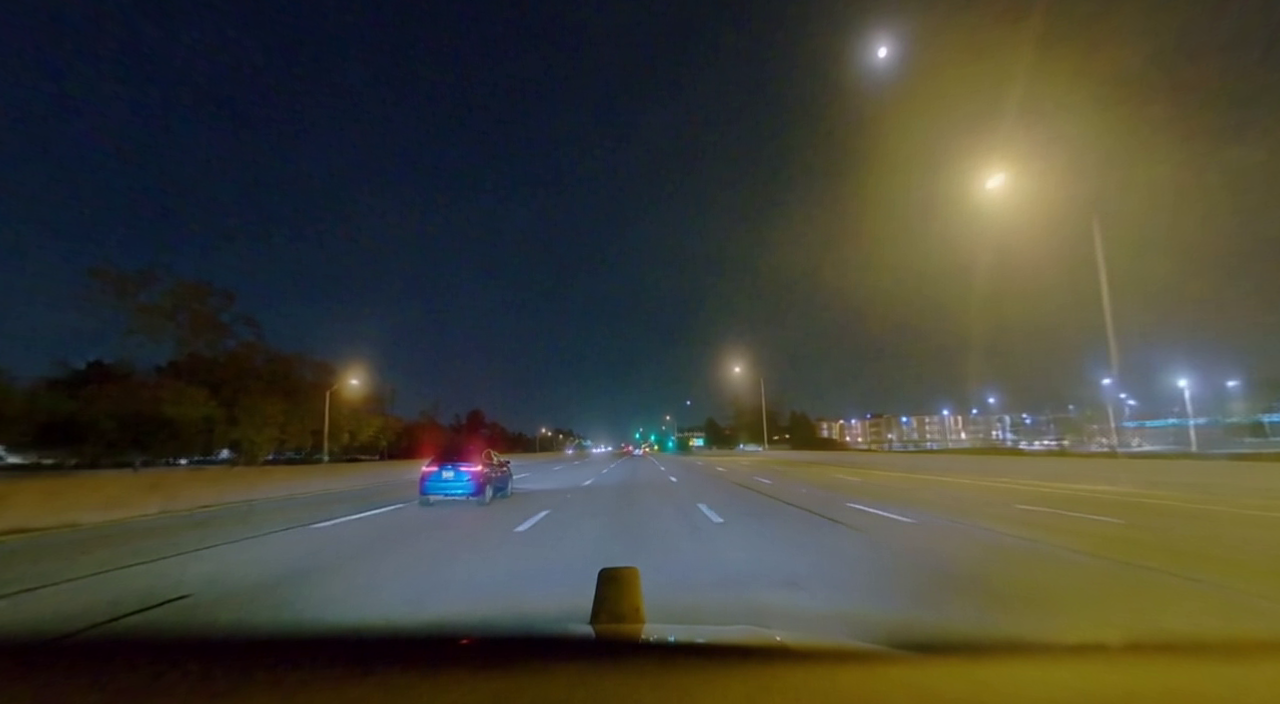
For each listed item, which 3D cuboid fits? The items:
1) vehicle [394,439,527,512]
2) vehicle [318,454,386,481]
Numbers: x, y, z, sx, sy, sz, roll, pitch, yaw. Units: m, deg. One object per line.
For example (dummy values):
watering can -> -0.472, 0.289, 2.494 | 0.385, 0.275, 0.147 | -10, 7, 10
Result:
vehicle -> -4.129, 2.892, 15.353 | 1.900, 1.492, 4.495 | 0, -9, 0
vehicle -> -17.536, 7.035, 38.761 | 1.892, 1.478, 4.684 | 0, -9, 1
